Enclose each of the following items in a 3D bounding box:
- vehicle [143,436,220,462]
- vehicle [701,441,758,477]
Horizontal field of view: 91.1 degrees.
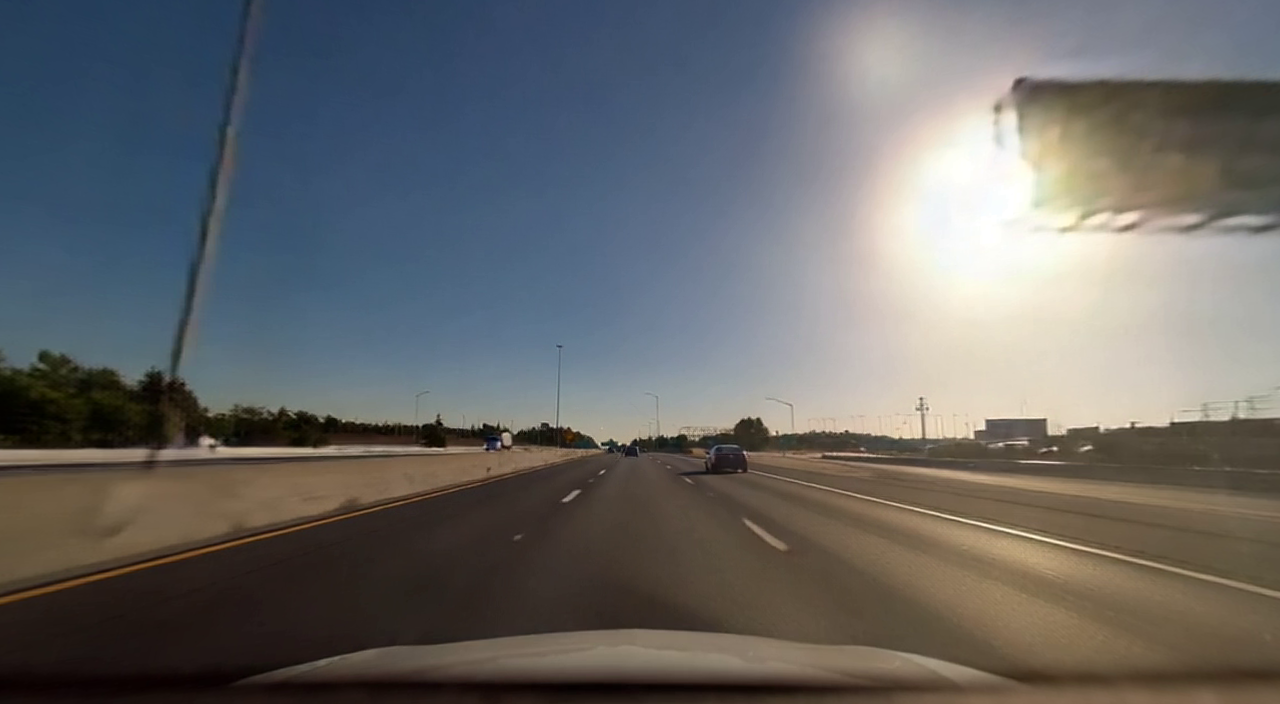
[{"bbox_3d":[-33.345,7.088,45.914,2.004,1.820,4.685,-1,-9,0],"label":"vehicle"},{"bbox_3d":[4.105,5.030,29.622,1.984,1.540,3.973,0,-9,-2],"label":"vehicle"}]
